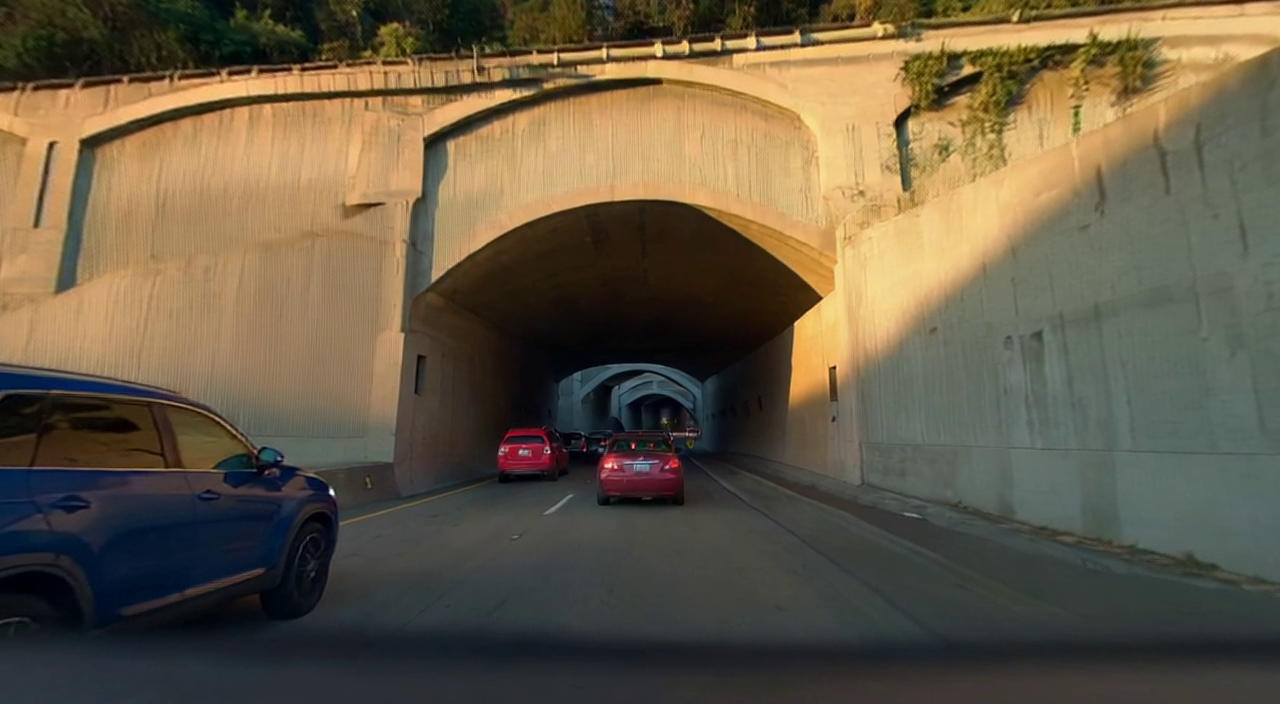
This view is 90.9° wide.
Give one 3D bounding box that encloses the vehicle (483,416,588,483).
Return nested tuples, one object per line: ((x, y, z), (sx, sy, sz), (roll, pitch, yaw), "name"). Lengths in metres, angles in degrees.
((-3.328, 3.296, 21.486), (2.329, 1.948, 5.800), (-1, -9, 3), "vehicle")

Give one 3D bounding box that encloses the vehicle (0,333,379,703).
((-3.542, 0.991, 3.661), (2.017, 1.761, 4.572), (0, -9, 1), "vehicle")

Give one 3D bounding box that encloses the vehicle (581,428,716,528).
((0.142, 2.196, 11.527), (2.020, 1.478, 4.092), (0, -9, 1), "vehicle")
